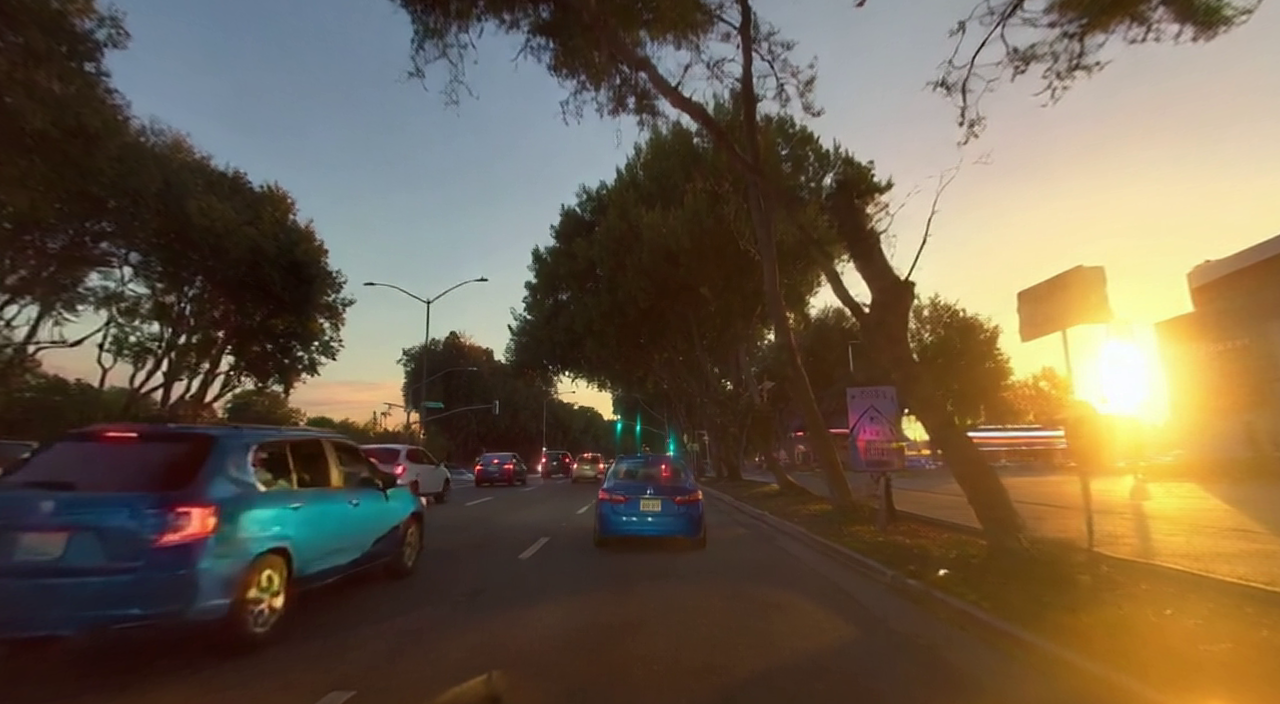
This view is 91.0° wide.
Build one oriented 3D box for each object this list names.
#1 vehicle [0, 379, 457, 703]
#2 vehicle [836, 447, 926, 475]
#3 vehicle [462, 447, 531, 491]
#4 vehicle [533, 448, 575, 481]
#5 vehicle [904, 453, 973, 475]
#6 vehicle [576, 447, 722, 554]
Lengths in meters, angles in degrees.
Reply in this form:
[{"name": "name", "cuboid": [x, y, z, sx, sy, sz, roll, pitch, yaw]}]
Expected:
[{"name": "vehicle", "cuboid": [-3.483, 1.359, 5.784, 2.055, 1.725, 4.732, 0, -9, 1]}, {"name": "vehicle", "cuboid": [18.349, 8.286, 48.145, 5.852, 1.962, 2.323, -8, -12, 42]}, {"name": "vehicle", "cuboid": [-6.697, 5.470, 29.959, 2.130, 1.900, 4.470, 0, -9, 1]}, {"name": "vehicle", "cuboid": [-6.324, 8.364, 47.096, 2.348, 2.250, 5.004, 0, -9, 1]}, {"name": "vehicle", "cuboid": [22.580, 8.465, 47.647, 4.220, 1.550, 1.935, -10, -13, 43]}, {"name": "vehicle", "cuboid": [0.170, 2.434, 11.069, 2.091, 1.494, 3.962, 0, -9, 1]}]
